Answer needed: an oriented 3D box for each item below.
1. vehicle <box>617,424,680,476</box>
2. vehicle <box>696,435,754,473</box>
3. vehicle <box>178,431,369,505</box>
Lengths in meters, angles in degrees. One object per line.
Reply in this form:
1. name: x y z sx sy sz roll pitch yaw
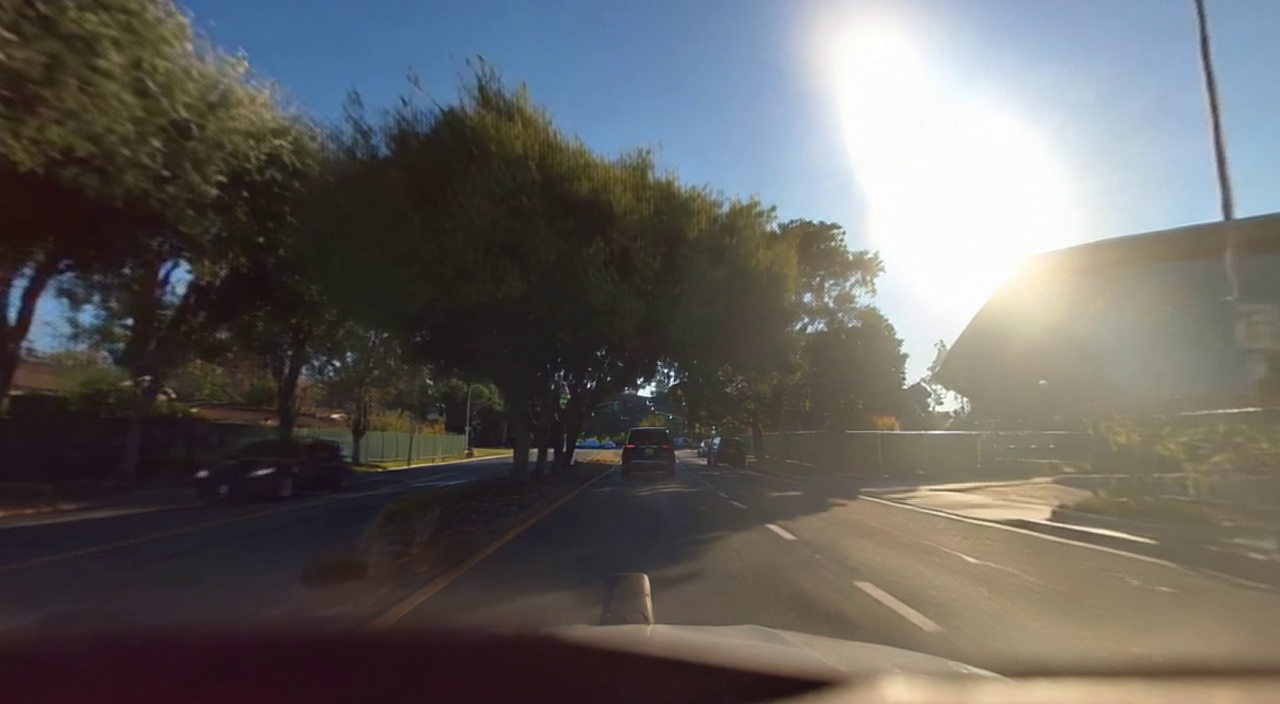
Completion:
1. vehicle: 0.378 4.030 26.015 2.386 1.947 4.168 -1 -9 1
2. vehicle: 4.066 4.960 30.864 2.138 1.699 4.852 0 -9 0
3. vehicle: -8.643 2.767 15.497 2.028 1.502 4.646 0 -9 -2
